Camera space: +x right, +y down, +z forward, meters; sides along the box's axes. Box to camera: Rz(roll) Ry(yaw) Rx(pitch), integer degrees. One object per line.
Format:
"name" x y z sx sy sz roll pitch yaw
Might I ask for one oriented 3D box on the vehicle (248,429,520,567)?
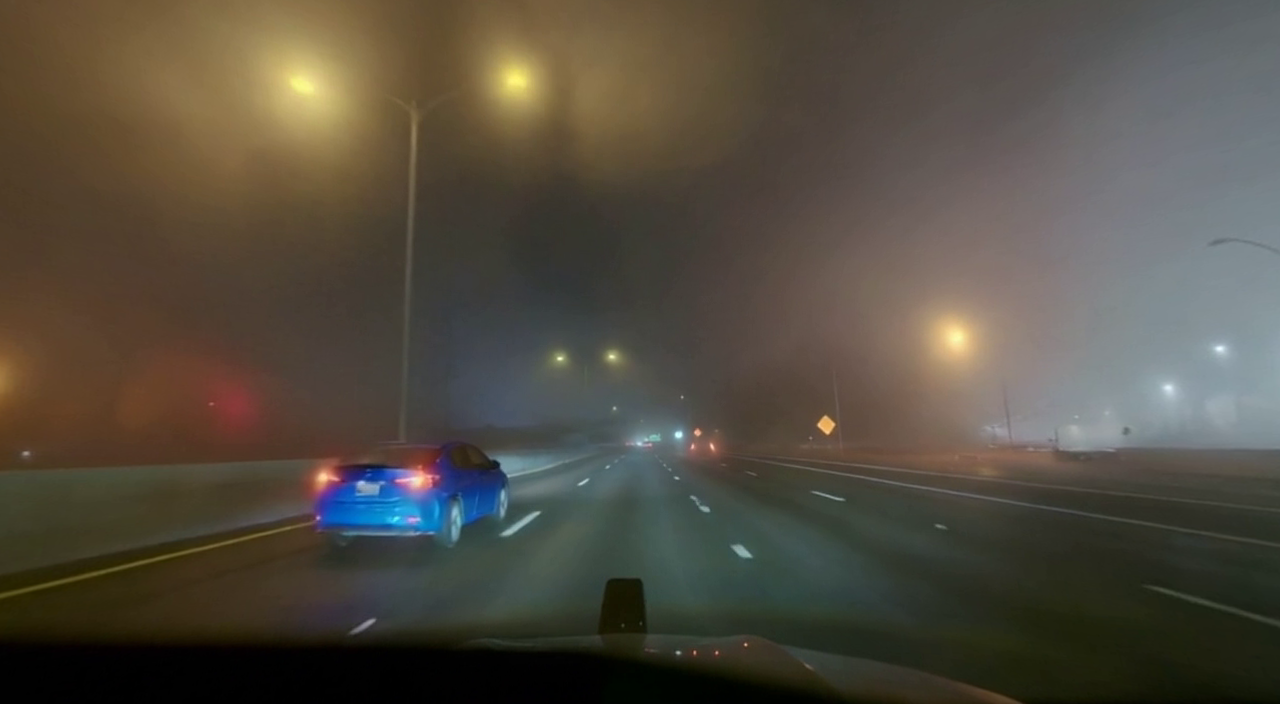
"vehicle" -3.294 1.959 9.380 1.979 1.505 4.705 0 -8 1

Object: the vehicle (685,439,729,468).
"vehicle" 3.682 5.663 35.463 1.949 1.515 4.374 0 -8 -1
